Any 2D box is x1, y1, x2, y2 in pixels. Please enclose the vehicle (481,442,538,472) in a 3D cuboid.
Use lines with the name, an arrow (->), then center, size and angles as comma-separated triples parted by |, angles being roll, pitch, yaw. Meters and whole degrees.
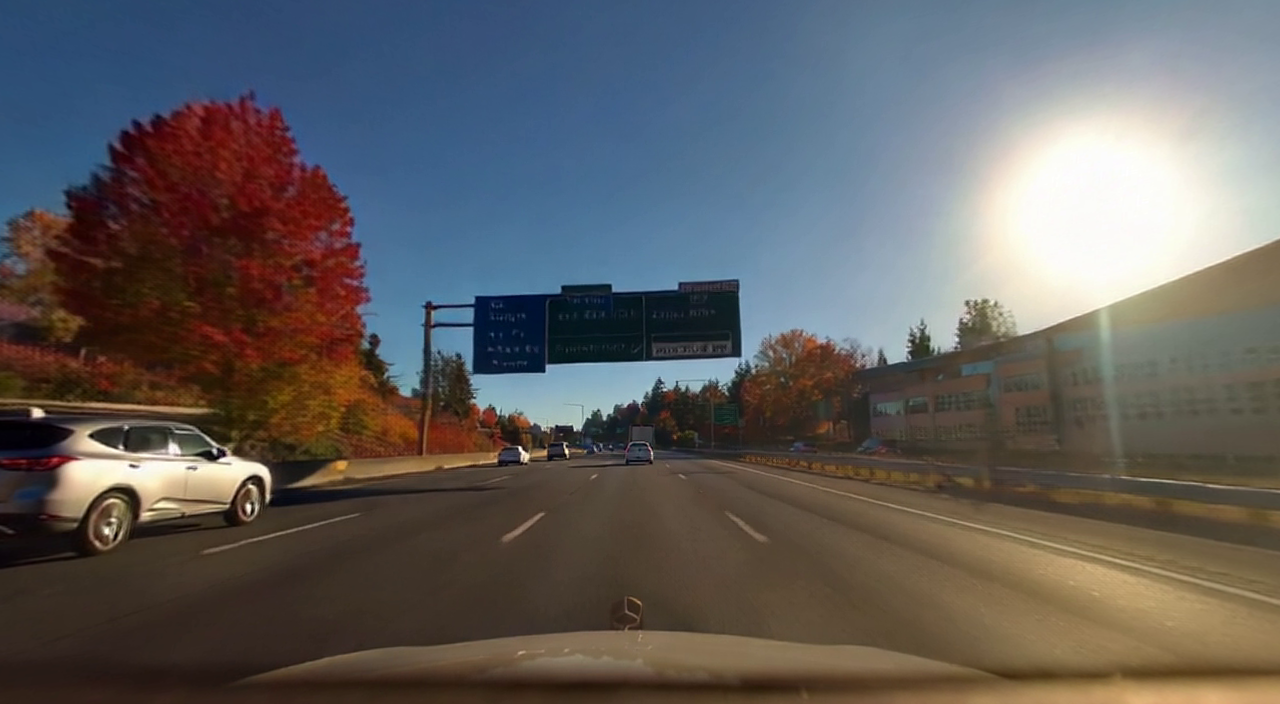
vehicle -> -7.021, 5.689, 34.381 | 2.074, 1.495, 4.643 | 0, -9, 0

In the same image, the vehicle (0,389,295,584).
vehicle -> -7.120, 1.638, 8.436 | 2.146, 1.834, 4.999 | 0, -9, 0

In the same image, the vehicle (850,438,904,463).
vehicle -> 16.996, 7.075, 45.397 | 2.019, 1.657, 4.582 | 0, -9, 0

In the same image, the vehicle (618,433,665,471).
vehicle -> 0.058, 5.250, 33.136 | 2.245, 1.863, 4.801 | 0, -9, 0
